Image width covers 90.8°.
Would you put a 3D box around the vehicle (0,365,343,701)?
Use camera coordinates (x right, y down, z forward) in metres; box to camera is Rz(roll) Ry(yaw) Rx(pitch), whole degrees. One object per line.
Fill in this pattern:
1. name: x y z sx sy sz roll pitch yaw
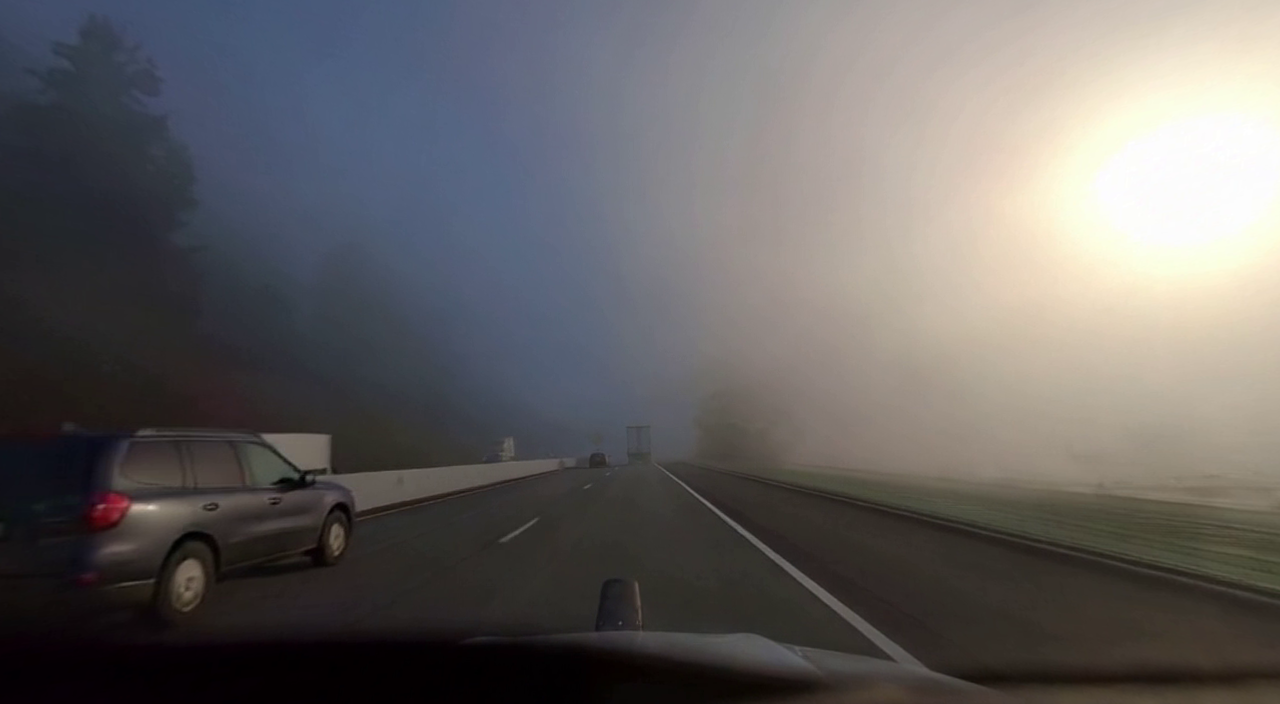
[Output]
1. vehicle: -4.581 1.255 5.067 2.079 1.845 4.654 0 -9 0
